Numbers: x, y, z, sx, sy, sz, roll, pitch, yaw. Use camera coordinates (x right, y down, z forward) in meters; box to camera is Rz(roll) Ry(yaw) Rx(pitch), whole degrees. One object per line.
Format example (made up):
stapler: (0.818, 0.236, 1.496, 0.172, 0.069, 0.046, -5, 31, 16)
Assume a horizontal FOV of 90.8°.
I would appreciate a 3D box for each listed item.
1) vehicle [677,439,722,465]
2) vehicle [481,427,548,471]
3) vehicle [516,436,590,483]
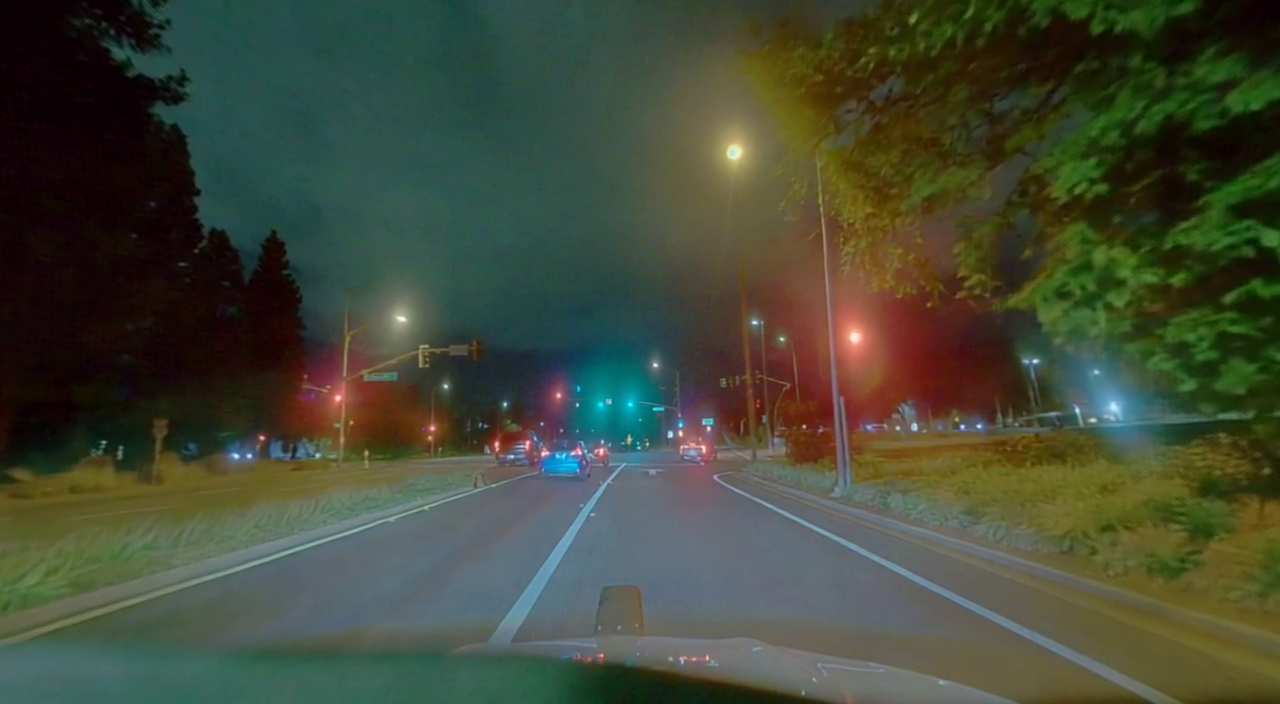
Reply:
vehicle: (3.610, 5.945, 37.689, 1.945, 1.410, 4.284, -2, -9, 15)
vehicle: (-6.169, 4.850, 31.754, 2.390, 2.020, 5.085, 0, -9, 0)
vehicle: (-2.963, 3.781, 22.447, 1.979, 1.492, 3.930, 0, -9, 1)
